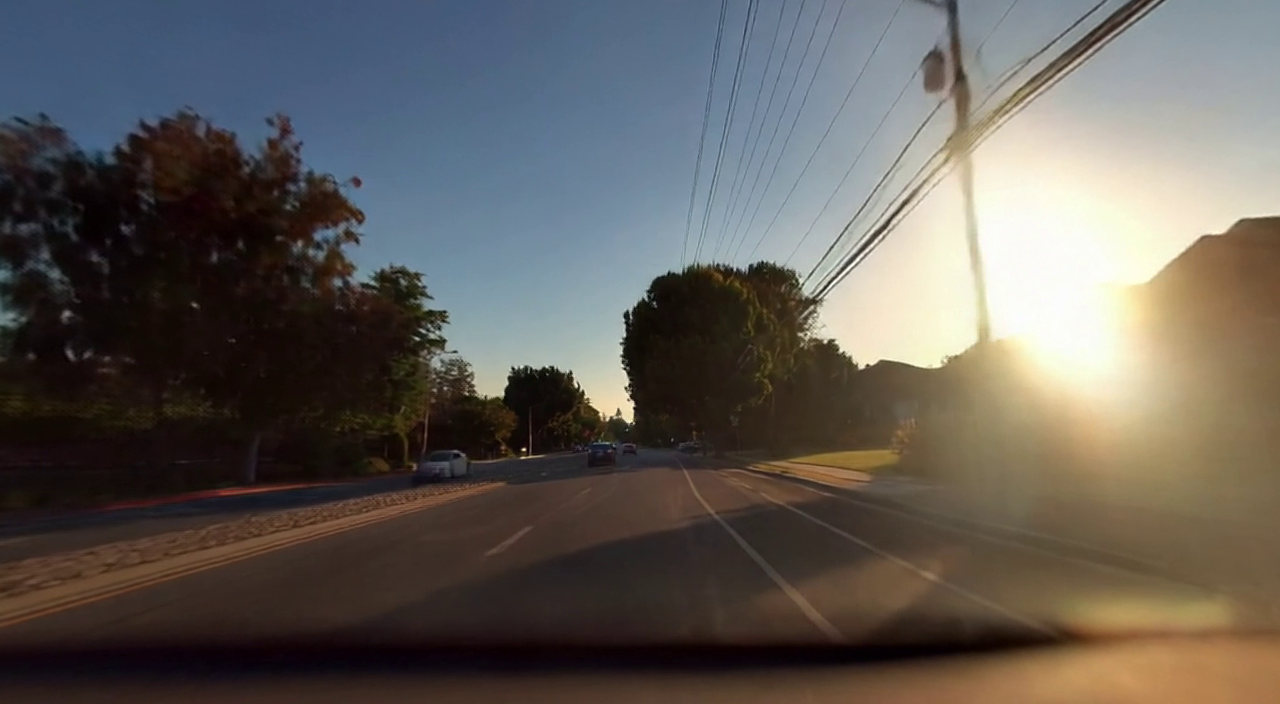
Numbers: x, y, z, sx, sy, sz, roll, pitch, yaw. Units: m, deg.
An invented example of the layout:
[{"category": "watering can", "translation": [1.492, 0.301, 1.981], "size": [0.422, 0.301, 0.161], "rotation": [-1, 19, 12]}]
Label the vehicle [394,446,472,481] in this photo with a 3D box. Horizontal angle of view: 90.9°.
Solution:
[{"category": "vehicle", "translation": [-9.903, 5.330, 30.571], "size": [2.106, 1.524, 4.624], "rotation": [0, -8, 1]}]

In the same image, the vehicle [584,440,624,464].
[{"category": "vehicle", "translation": [-2.294, 6.527, 41.403], "size": [2.084, 1.466, 4.522], "rotation": [-1, -8, 3]}]
